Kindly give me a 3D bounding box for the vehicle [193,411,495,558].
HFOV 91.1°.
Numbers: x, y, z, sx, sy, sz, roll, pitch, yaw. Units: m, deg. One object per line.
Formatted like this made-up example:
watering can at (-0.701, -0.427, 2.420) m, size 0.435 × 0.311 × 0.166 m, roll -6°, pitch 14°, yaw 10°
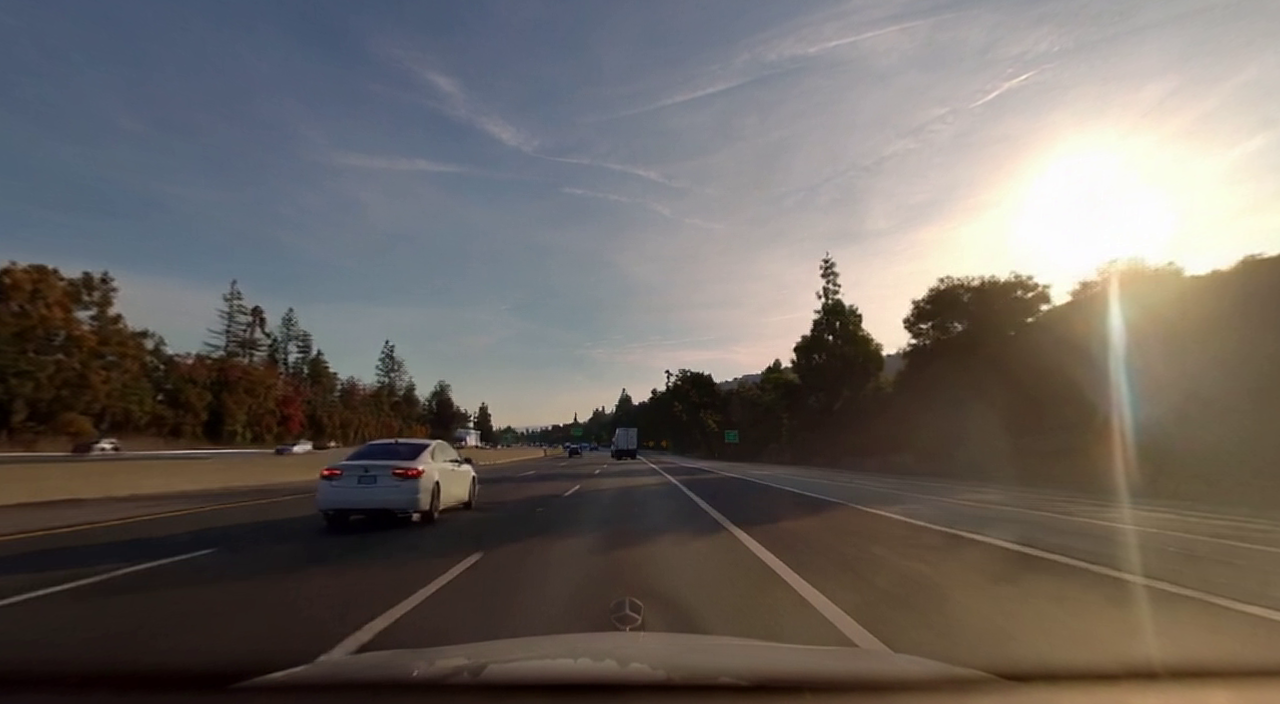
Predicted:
vehicle at (-4.133, 1.979, 10.119) m, size 2.316 × 1.731 × 5.126 m, roll 0°, pitch -9°, yaw 1°
